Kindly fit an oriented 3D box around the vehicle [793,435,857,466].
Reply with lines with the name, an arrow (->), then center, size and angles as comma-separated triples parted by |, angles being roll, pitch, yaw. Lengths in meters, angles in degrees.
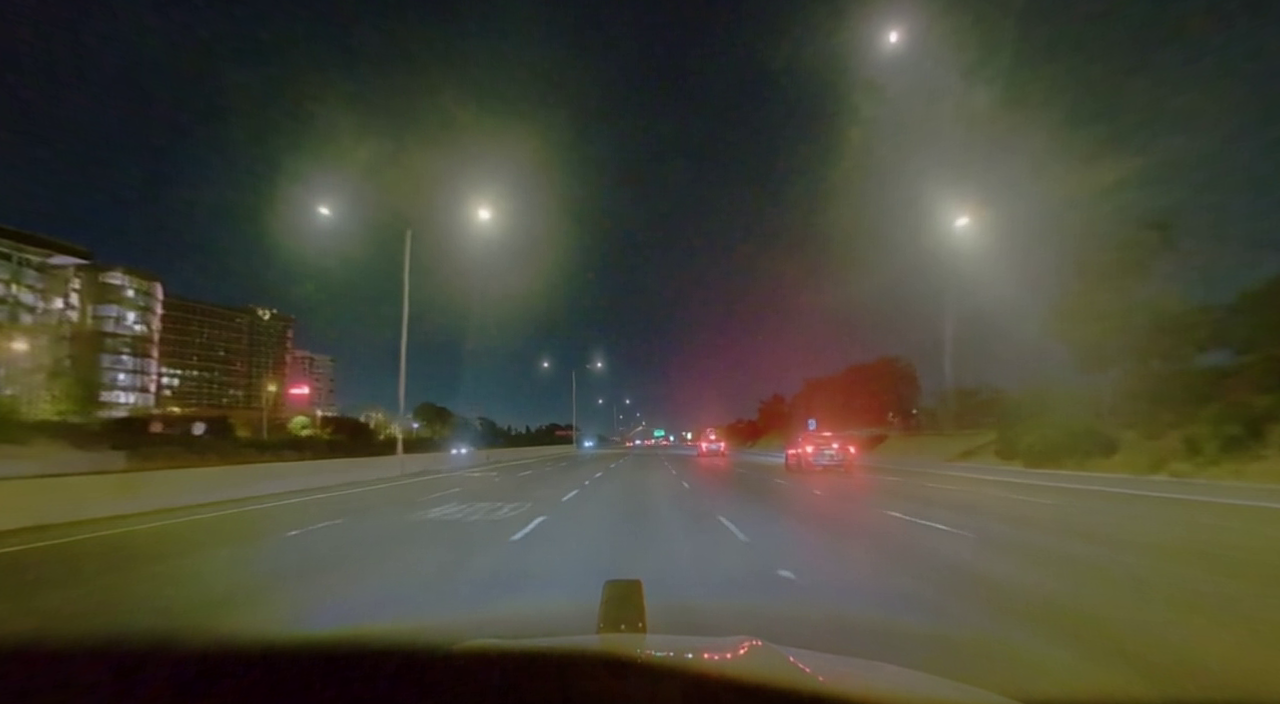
vehicle -> 9.879, 5.312, 34.058 | 2.000, 1.514, 4.585 | 0, -8, -1
